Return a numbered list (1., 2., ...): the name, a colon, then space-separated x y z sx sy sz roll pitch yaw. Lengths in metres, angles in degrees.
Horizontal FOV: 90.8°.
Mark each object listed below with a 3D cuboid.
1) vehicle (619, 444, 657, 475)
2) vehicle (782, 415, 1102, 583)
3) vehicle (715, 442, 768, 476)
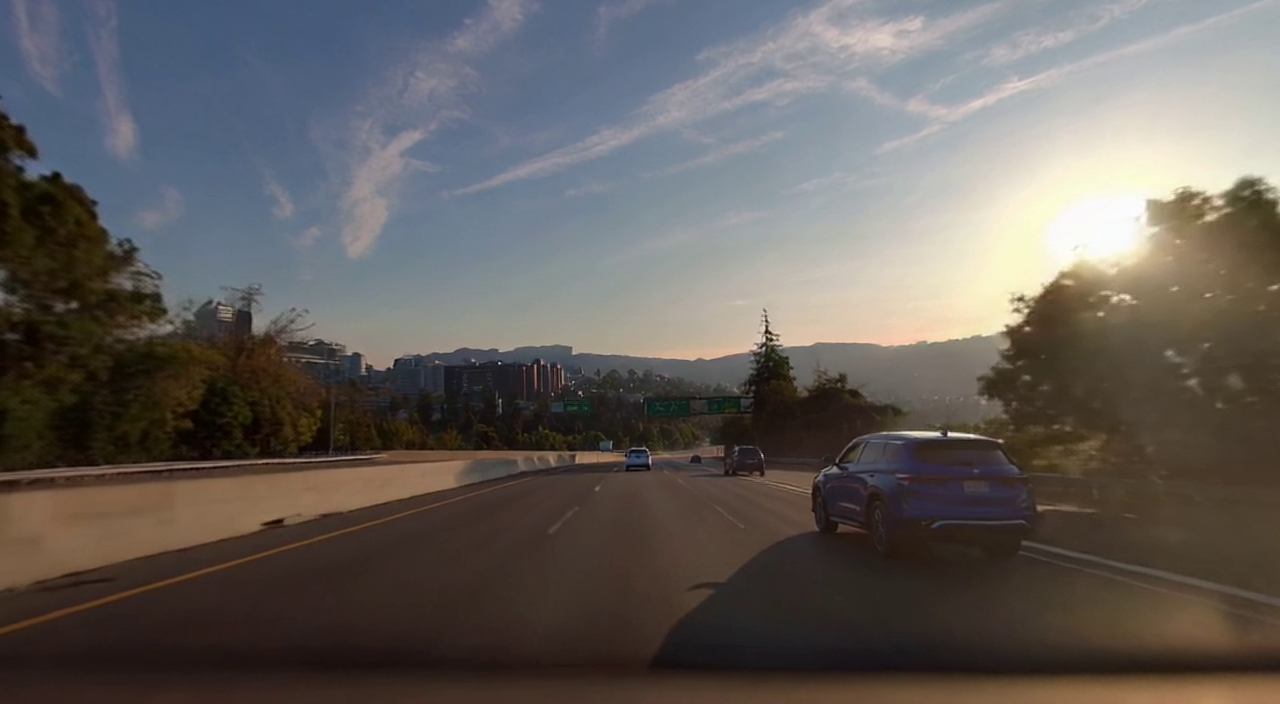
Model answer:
1. vehicle: -0.137 6.543 38.702 2.181 1.768 4.383 0 -9 -1
2. vehicle: 3.515 1.791 8.528 2.097 1.659 4.320 0 -9 -1
3. vehicle: 7.124 7.610 45.237 2.526 2.230 6.190 0 -9 -2
